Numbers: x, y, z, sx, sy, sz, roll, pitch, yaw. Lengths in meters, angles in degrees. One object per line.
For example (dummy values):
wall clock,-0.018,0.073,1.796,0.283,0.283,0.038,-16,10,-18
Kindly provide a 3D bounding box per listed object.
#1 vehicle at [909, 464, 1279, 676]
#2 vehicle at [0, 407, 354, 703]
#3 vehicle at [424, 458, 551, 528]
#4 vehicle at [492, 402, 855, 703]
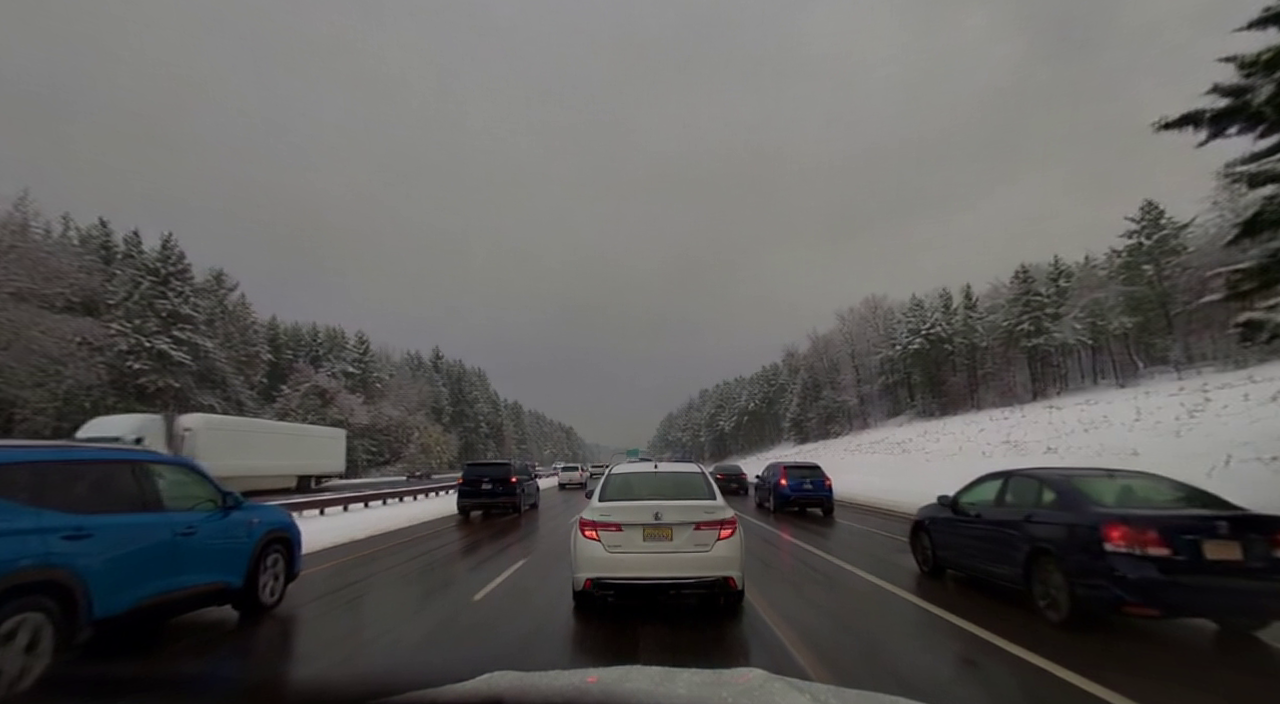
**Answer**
vehicle,4.600,1.872,6.423,1.870,1.382,4.287,1,-11,1
vehicle,-3.914,1.269,4.156,1.994,1.556,4.263,1,-11,0
vehicle,-3.709,3.560,16.299,1.960,1.502,4.593,0,-11,3
vehicle,0.175,1.546,5.740,2.057,1.725,4.126,1,-11,-1
